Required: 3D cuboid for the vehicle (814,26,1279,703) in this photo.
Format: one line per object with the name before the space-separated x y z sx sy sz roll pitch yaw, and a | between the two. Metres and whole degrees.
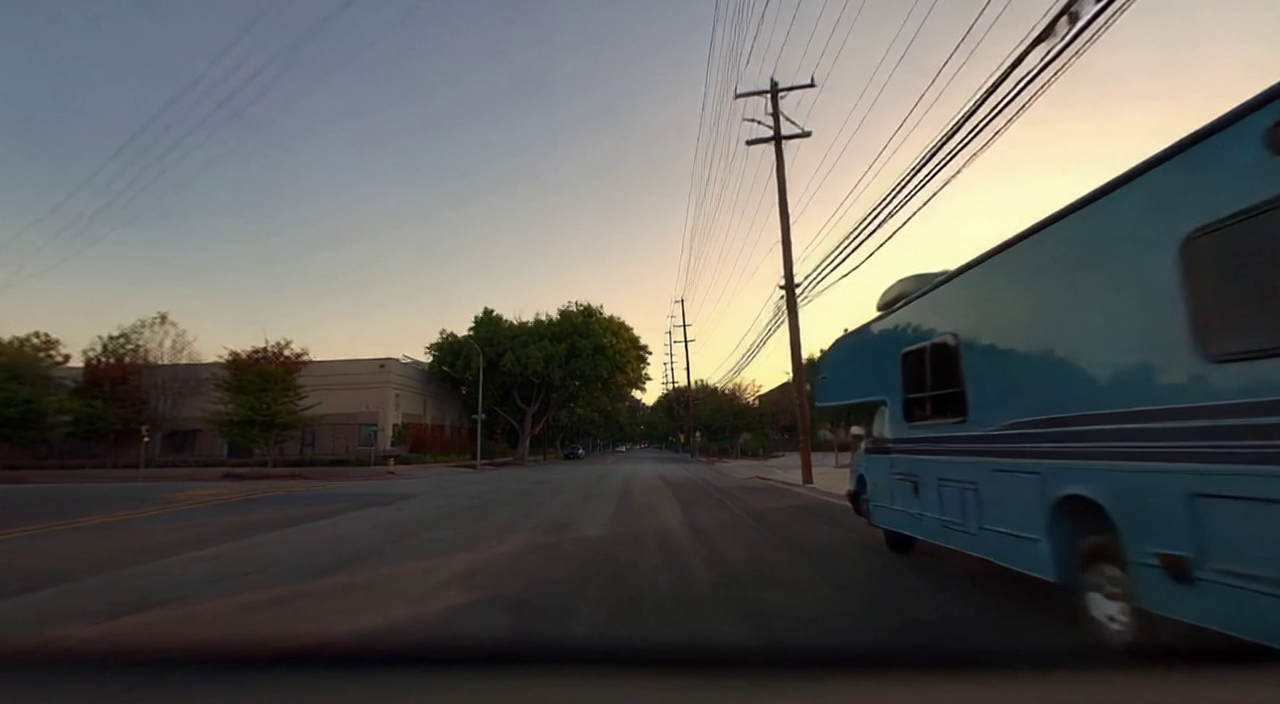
vehicle | 4.244 0.593 4.952 3.110 3.241 8.788 0 -9 -1
